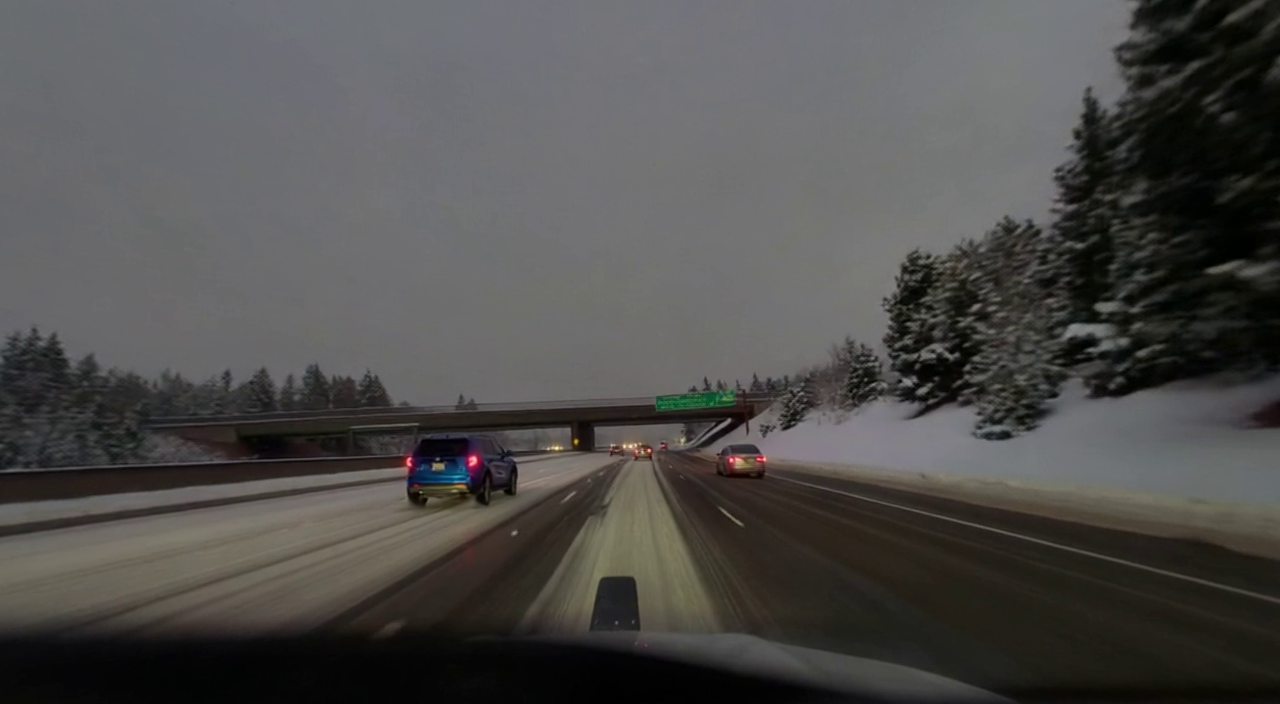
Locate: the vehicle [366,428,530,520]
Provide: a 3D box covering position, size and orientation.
[{"bbox_3d":[-3.855,2.518,13.584,2.193,1.641,4.077,0,-8,1],"label":"vehicle"}]

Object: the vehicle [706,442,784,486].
[{"bbox_3d":[3.796,4.118,23.637,2.083,1.453,4.307,0,-8,-1],"label":"vehicle"}]
